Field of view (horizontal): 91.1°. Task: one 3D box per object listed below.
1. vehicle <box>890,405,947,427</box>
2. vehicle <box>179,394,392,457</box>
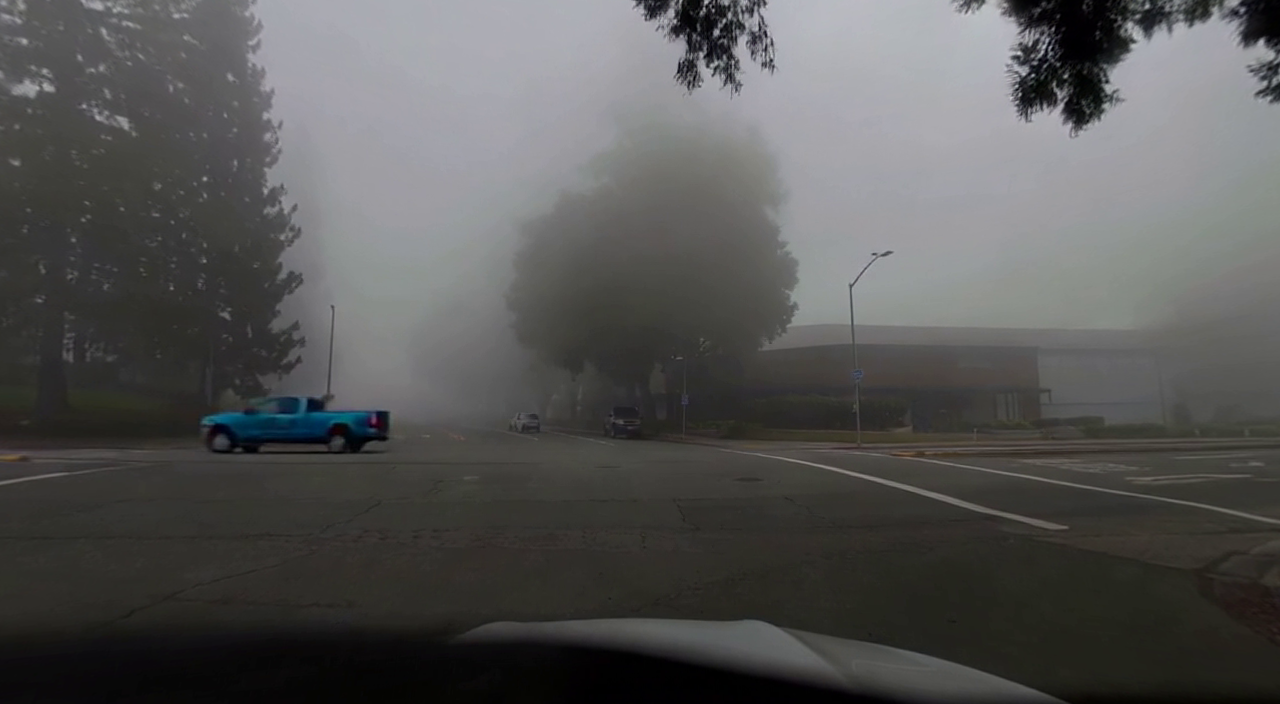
[{"bbox_3d":[21.218,4.898,47.771,4.674,1.483,1.745,6,-10,-35],"label":"vehicle"},{"bbox_3d":[-10.912,2.364,19.817,5.333,1.837,2.124,1,-9,-10],"label":"vehicle"}]
